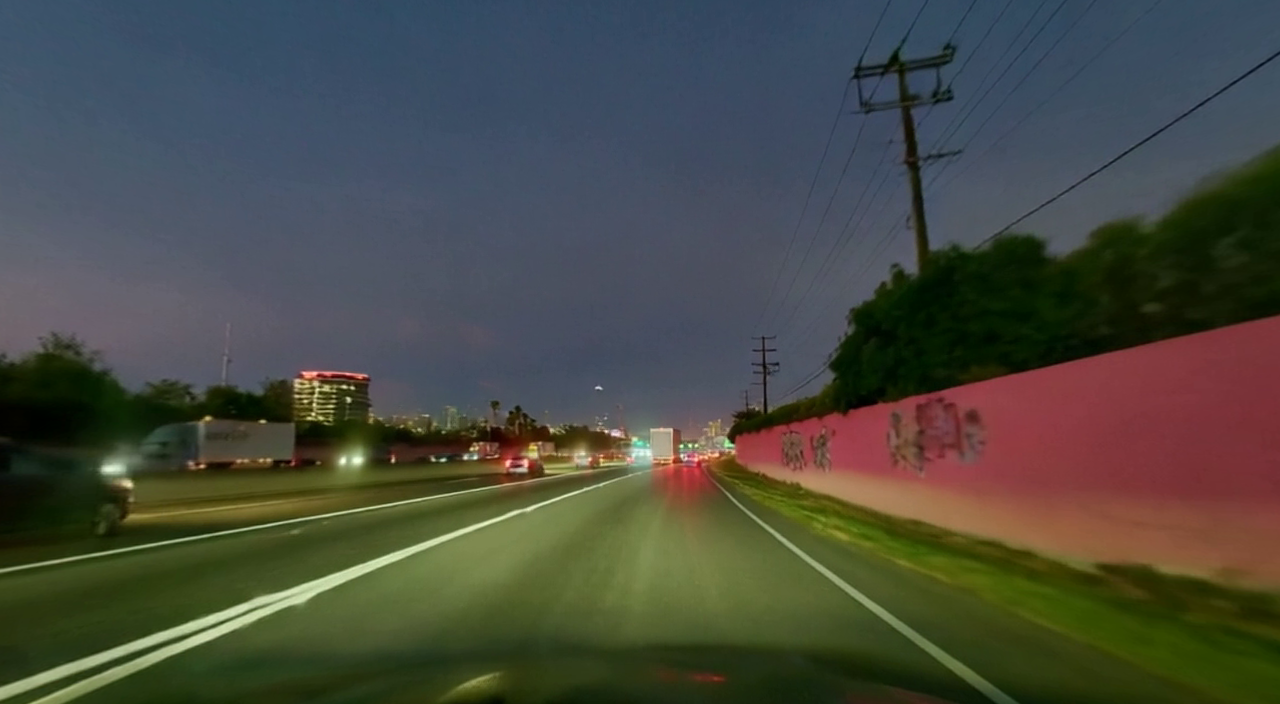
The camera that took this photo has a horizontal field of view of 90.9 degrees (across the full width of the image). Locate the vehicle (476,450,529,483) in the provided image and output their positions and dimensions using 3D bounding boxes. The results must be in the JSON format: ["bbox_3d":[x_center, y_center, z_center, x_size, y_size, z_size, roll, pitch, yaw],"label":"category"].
[{"bbox_3d":[-6.646,5.558,30.784,1.708,1.489,2.840,-1,-9,5],"label":"vehicle"}]

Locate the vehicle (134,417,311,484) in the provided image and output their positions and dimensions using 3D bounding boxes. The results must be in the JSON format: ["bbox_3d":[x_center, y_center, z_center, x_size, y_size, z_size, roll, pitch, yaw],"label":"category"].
[{"bbox_3d":[-26.621,6.455,41.410,2.905,3.731,11.444,-1,-9,6],"label":"vehicle"}]

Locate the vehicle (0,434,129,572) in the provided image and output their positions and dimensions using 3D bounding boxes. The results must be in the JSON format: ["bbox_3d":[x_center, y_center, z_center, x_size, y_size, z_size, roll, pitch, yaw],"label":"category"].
[{"bbox_3d":[-8.337,1.701,7.008,1.966,1.565,3.766,-1,-9,4],"label":"vehicle"}]

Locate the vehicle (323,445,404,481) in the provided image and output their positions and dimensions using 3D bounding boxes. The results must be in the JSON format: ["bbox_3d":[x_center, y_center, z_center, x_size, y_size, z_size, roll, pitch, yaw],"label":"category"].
[{"bbox_3d":[-18.373,7.406,42.271,2.343,2.256,5.619,-1,-9,6],"label":"vehicle"}]
